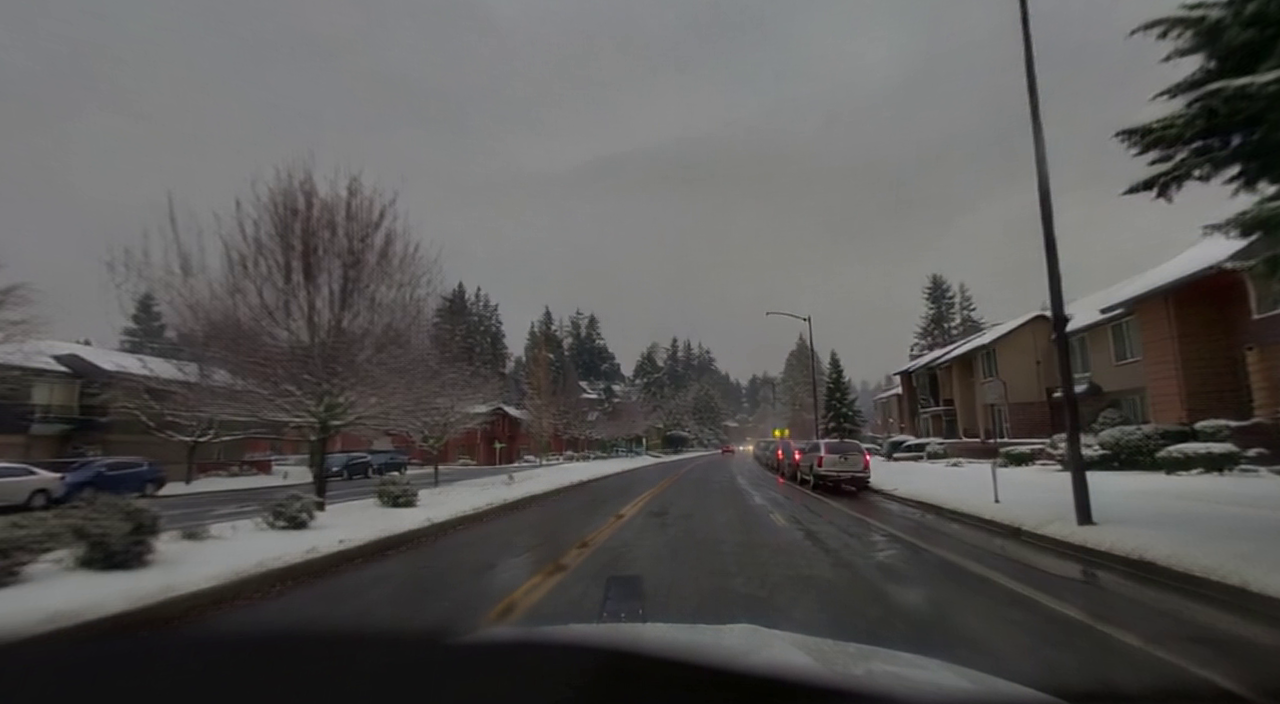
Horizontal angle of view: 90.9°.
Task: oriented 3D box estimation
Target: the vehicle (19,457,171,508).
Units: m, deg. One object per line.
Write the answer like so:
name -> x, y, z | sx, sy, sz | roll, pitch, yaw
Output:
vehicle -> -21.477, 5.107, 25.117 | 1.886, 1.777, 4.273 | -1, -9, 7

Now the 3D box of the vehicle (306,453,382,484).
vehicle -> -19.338, 7.615, 41.469 | 2.060, 1.814, 5.097 | -1, -9, 7

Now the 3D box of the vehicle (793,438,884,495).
vehicle -> 6.317, 3.667, 20.535 | 2.011, 1.649, 4.001 | -1, -9, 6

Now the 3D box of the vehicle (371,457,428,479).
vehicle -> -18.125, 8.752, 47.757 | 1.909, 1.451, 4.757 | -2, -9, 9
